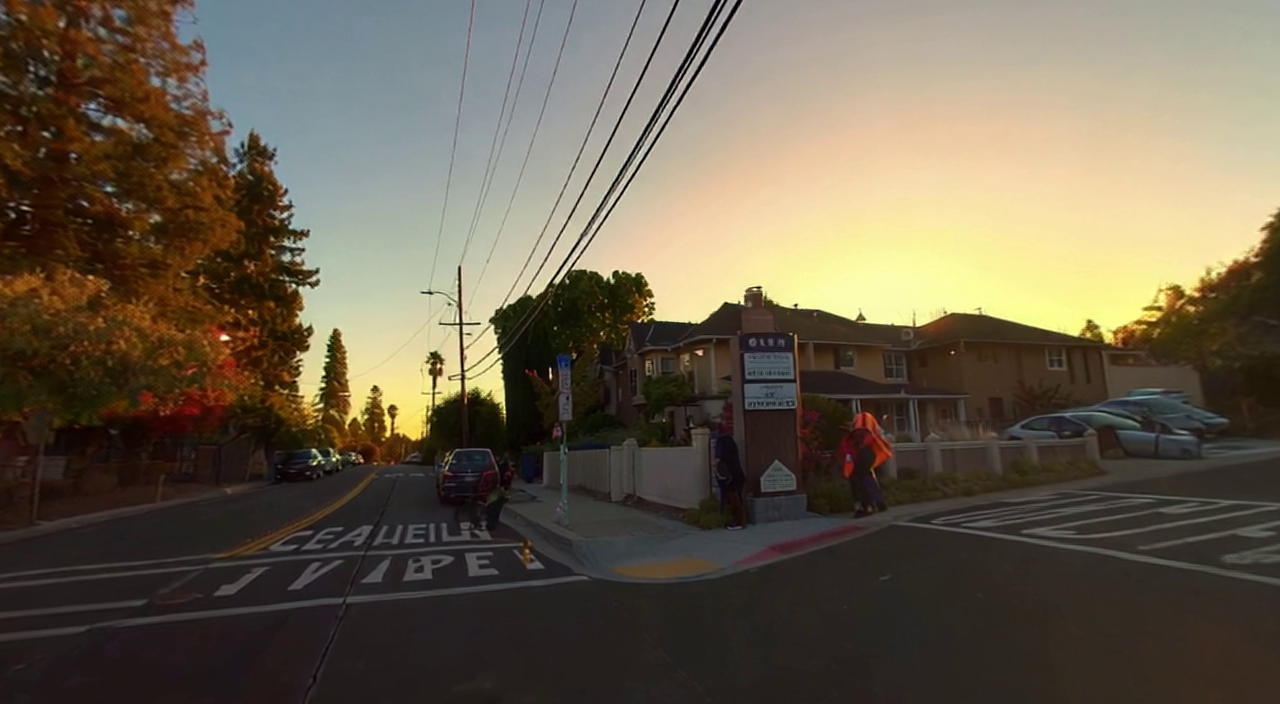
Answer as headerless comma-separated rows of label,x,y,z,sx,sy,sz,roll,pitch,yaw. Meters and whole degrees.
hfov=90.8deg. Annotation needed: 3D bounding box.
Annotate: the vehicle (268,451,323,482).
vehicle,-21.818,7.223,40.237,2.203,1.787,4.704,3,-9,-19
